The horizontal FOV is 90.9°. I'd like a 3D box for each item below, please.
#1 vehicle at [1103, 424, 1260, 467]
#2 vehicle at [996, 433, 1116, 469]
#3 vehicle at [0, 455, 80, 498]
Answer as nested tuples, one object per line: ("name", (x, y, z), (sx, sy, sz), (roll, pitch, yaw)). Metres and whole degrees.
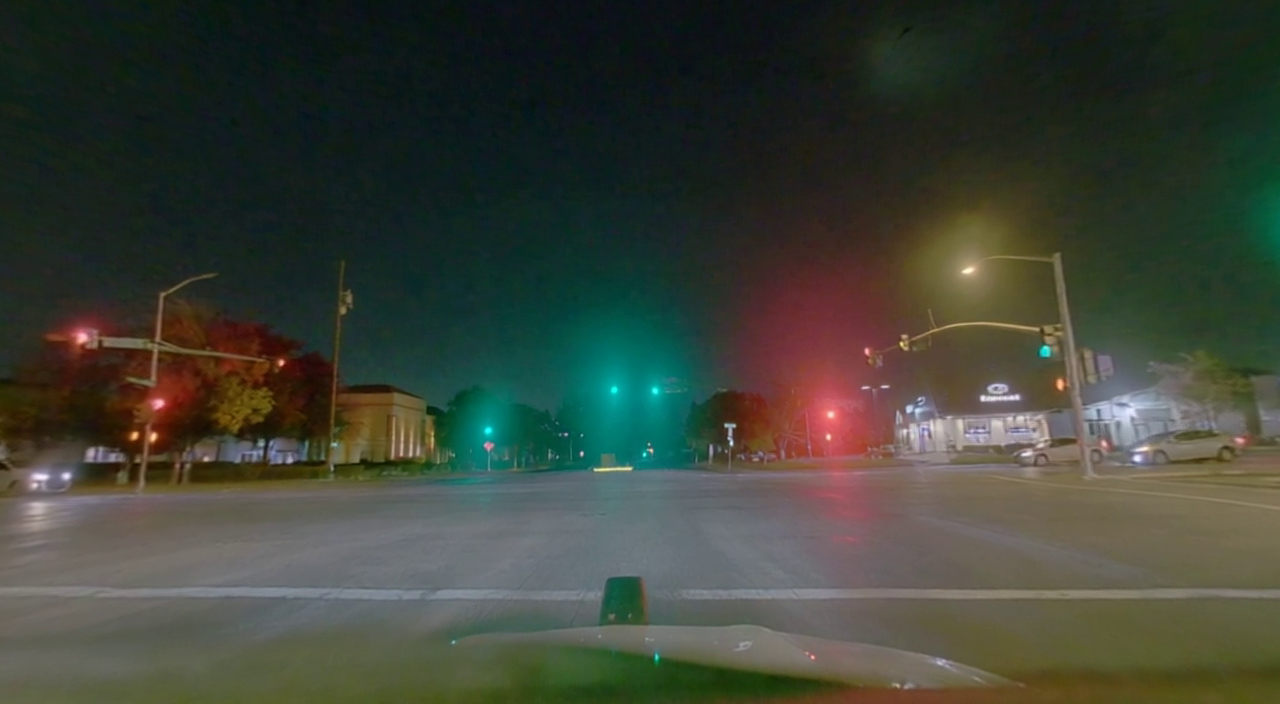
("vehicle", (21.109, 3.659, 24.732), (4.288, 1.600, 1.927), (0, -9, 1))
("vehicle", (20.433, 4.880, 31.129), (4.483, 1.691, 1.949), (0, -9, 1))
("vehicle", (-25.237, 4.876, 24.958), (4.332, 1.573, 1.900), (0, -9, 3))
